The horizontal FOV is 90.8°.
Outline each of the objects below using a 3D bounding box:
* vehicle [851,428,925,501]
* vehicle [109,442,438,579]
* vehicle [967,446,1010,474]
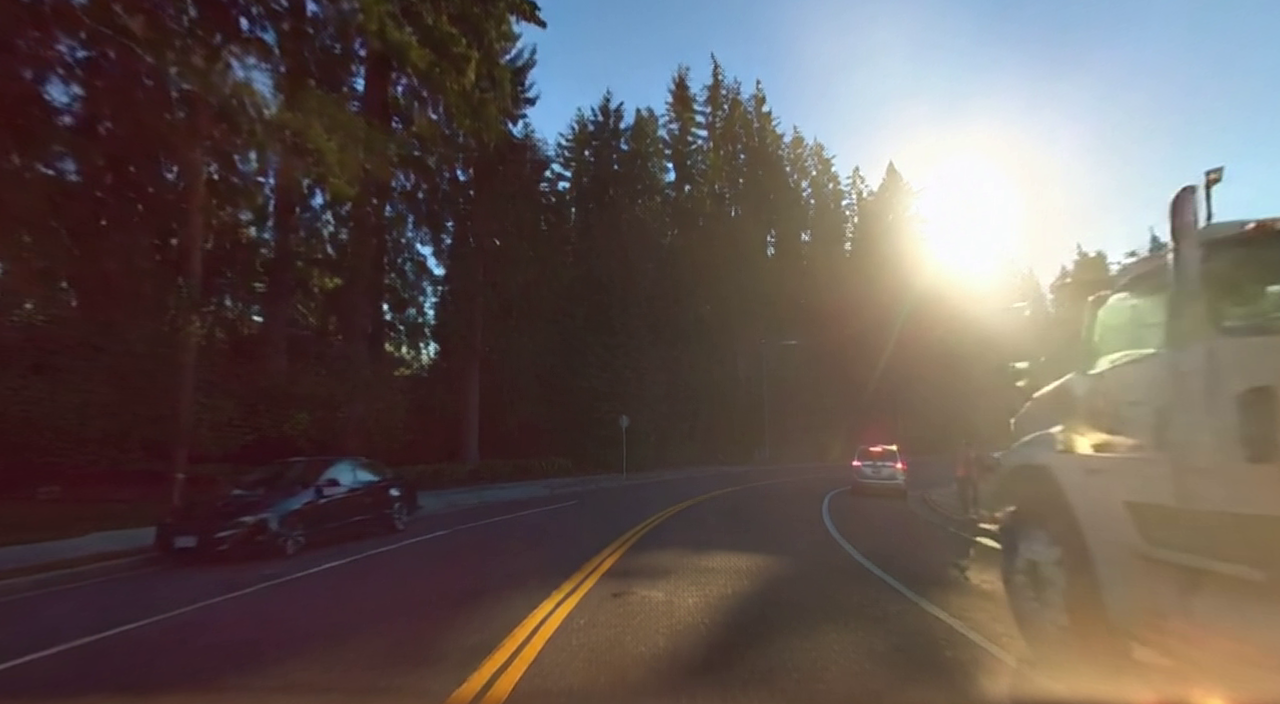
[{"bbox_3d":[8.438,3.830,21.751,2.043,2.250,3.024,-2,-9,17],"label":"vehicle"},{"bbox_3d":[-4.941,2.153,9.432,1.930,1.487,4.213,0,-9,9],"label":"vehicle"},{"bbox_3d":[24.623,7.617,44.534,1.922,1.785,4.513,-6,-12,36],"label":"vehicle"}]
